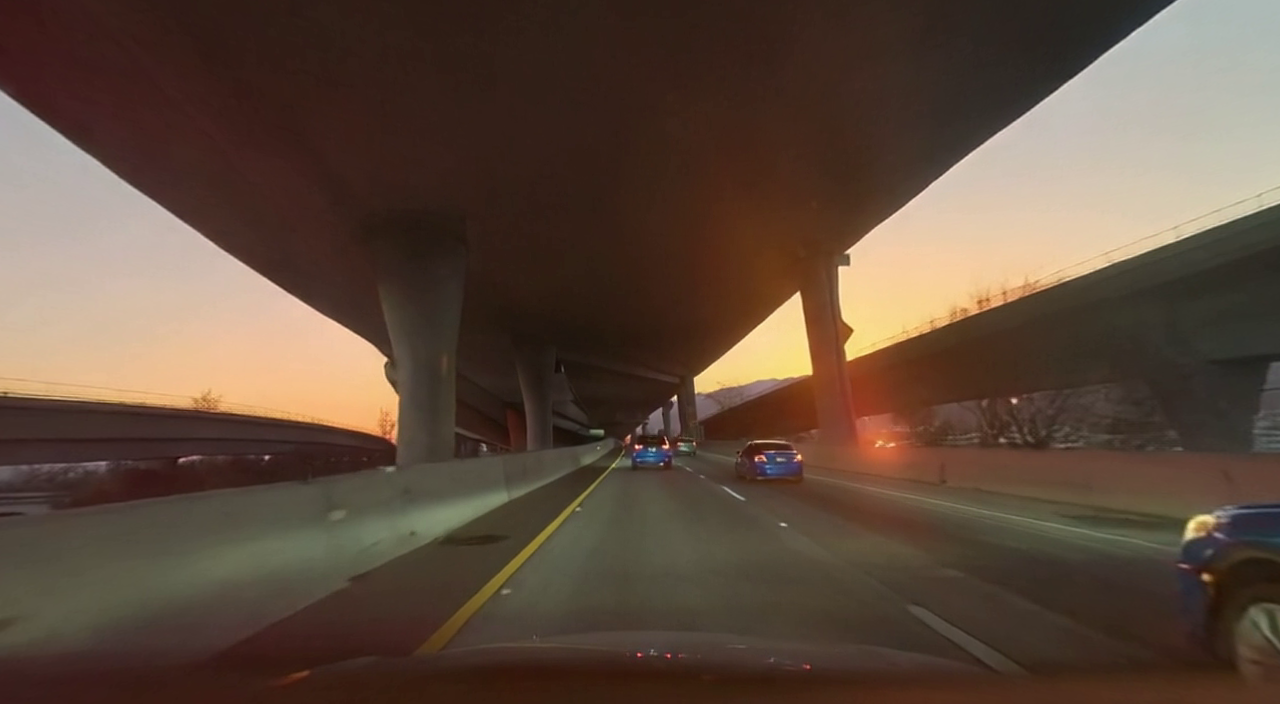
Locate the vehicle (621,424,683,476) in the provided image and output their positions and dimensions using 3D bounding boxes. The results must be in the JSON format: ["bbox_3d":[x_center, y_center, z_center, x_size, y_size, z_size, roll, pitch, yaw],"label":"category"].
[{"bbox_3d":[0.443,3.912,25.364,2.264,1.841,4.583,1,-8,0],"label":"vehicle"}]

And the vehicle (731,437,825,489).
[{"bbox_3d":[4.330,3.528,20.438,2.047,1.500,4.017,1,-8,-2],"label":"vehicle"}]

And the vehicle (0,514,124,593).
[{"bbox_3d":[-19.284,6.308,20.123,1.939,1.689,4.298,1,-8,-2],"label":"vehicle"}]

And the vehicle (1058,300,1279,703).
[{"bbox_3d":[4.133,0.596,1.486,2.404,2.014,5.655,1,-8,0],"label":"vehicle"}]

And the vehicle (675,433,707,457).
[{"bbox_3d":[3.864,7.111,48.335,2.047,1.700,4.069,1,-8,-1],"label":"vehicle"}]
